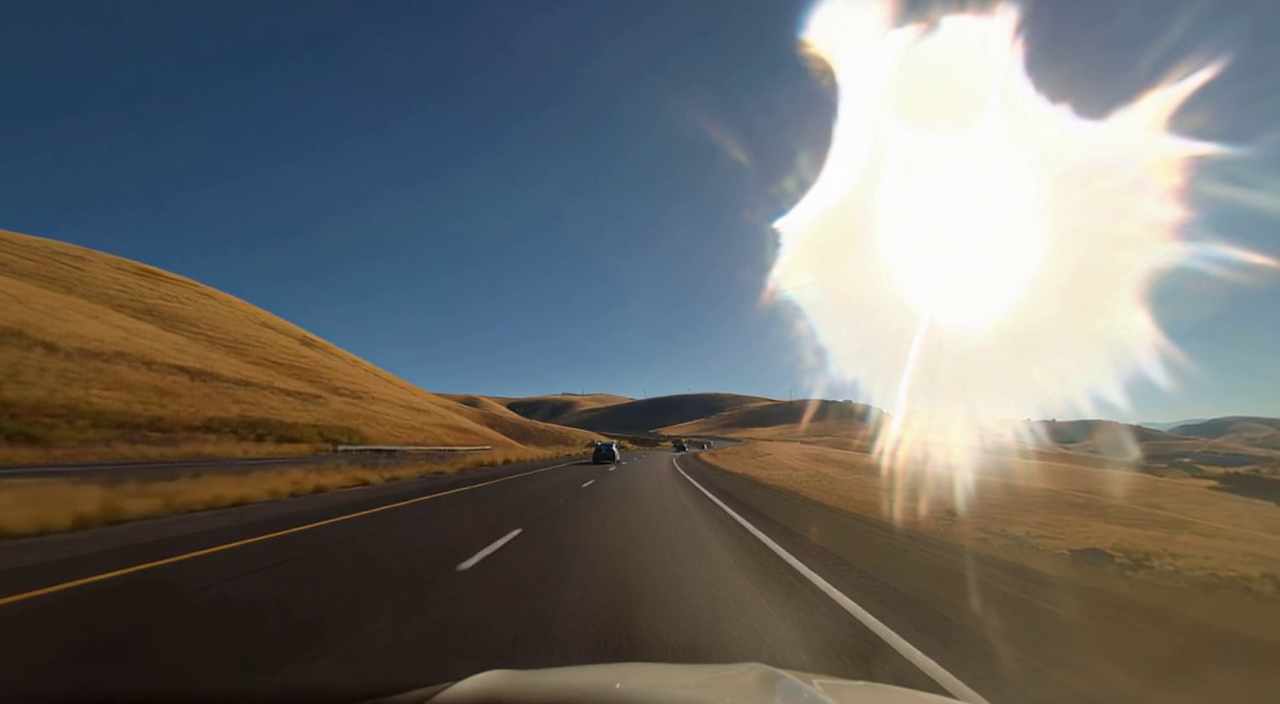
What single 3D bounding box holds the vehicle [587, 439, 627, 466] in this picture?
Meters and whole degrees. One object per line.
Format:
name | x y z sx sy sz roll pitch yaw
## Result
vehicle | -2.177 6.836 43.210 2.252 1.743 4.560 -1 -8 3
